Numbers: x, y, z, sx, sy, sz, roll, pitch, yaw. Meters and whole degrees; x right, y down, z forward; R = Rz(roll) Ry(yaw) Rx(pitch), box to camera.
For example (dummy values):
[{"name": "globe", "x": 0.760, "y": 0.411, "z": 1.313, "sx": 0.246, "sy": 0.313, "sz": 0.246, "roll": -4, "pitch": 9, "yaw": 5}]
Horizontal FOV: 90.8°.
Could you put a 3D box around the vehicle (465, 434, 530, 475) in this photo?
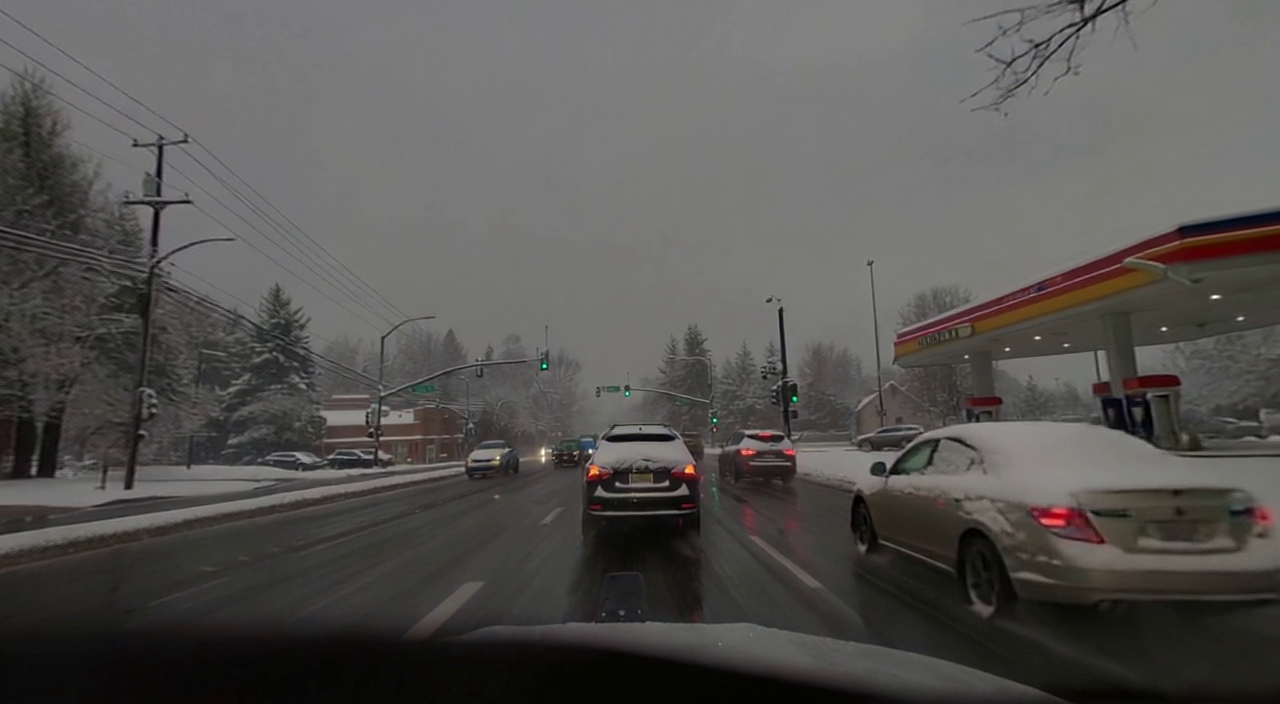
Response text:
[{"name": "vehicle", "x": -6.390, "y": 4.652, "z": 28.888, "sx": 1.994, "sy": 1.695, "sz": 4.471, "roll": 0, "pitch": -8, "yaw": -1}]

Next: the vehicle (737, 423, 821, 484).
[{"name": "vehicle", "x": 4.489, "y": 3.368, "z": 21.183, "sx": 2.116, "sy": 1.791, "sz": 5.006, "roll": -1, "pitch": -8, "yaw": 5}]

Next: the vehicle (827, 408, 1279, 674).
[{"name": "vehicle", "x": 3.356, "y": 1.376, "z": 5.777, "sx": 1.904, "sy": 1.472, "sz": 4.358, "roll": 0, "pitch": -8, "yaw": -1}]

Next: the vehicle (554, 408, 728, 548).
[{"name": "vehicle", "x": -0.049, "y": 1.848, "z": 9.875, "sx": 2.164, "sy": 1.718, "sz": 3.881, "roll": 0, "pitch": -8, "yaw": -2}]
